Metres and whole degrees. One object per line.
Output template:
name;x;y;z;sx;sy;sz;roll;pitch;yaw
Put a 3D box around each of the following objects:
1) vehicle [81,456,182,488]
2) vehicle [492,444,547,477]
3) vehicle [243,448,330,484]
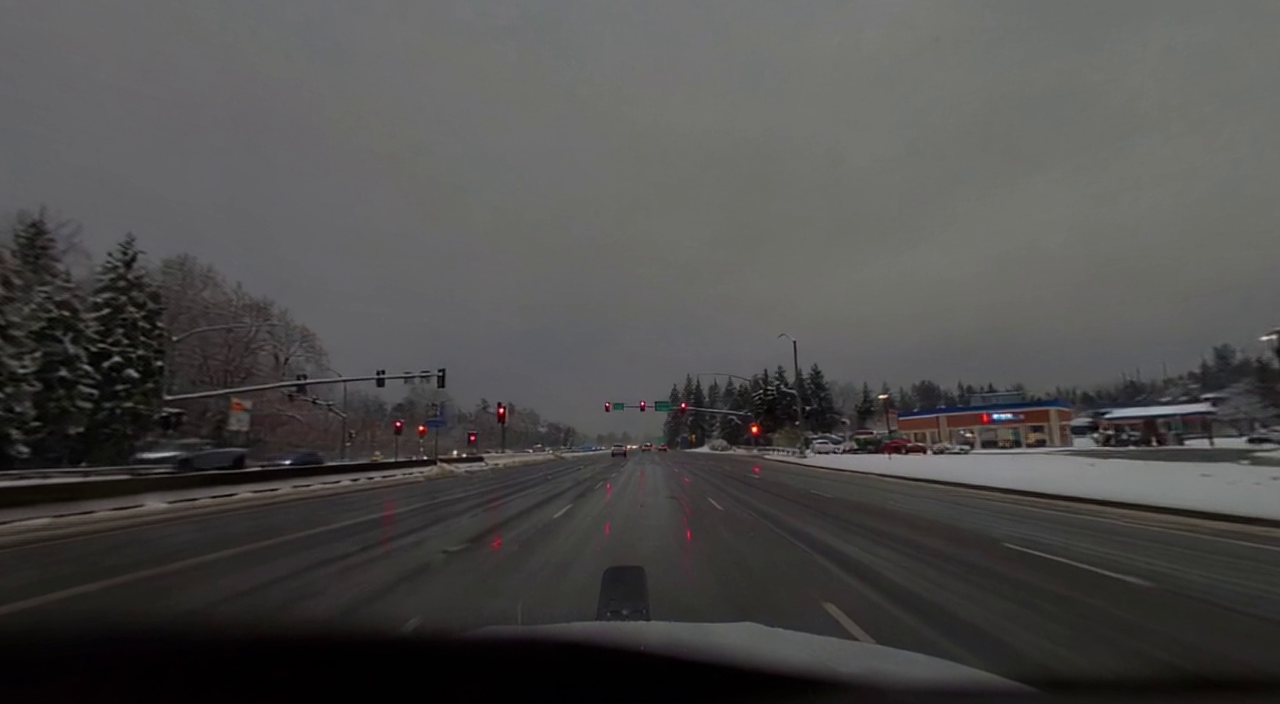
vehicle;-27.032;6.363;33.696;1.861;1.553;4.132;0;-9;2
vehicle;-5.992;5.441;31.873;1.843;1.528;4.121;0;-9;2
vehicle;-18.058;5.810;32.477;1.926;1.659;4.426;0;-9;0
